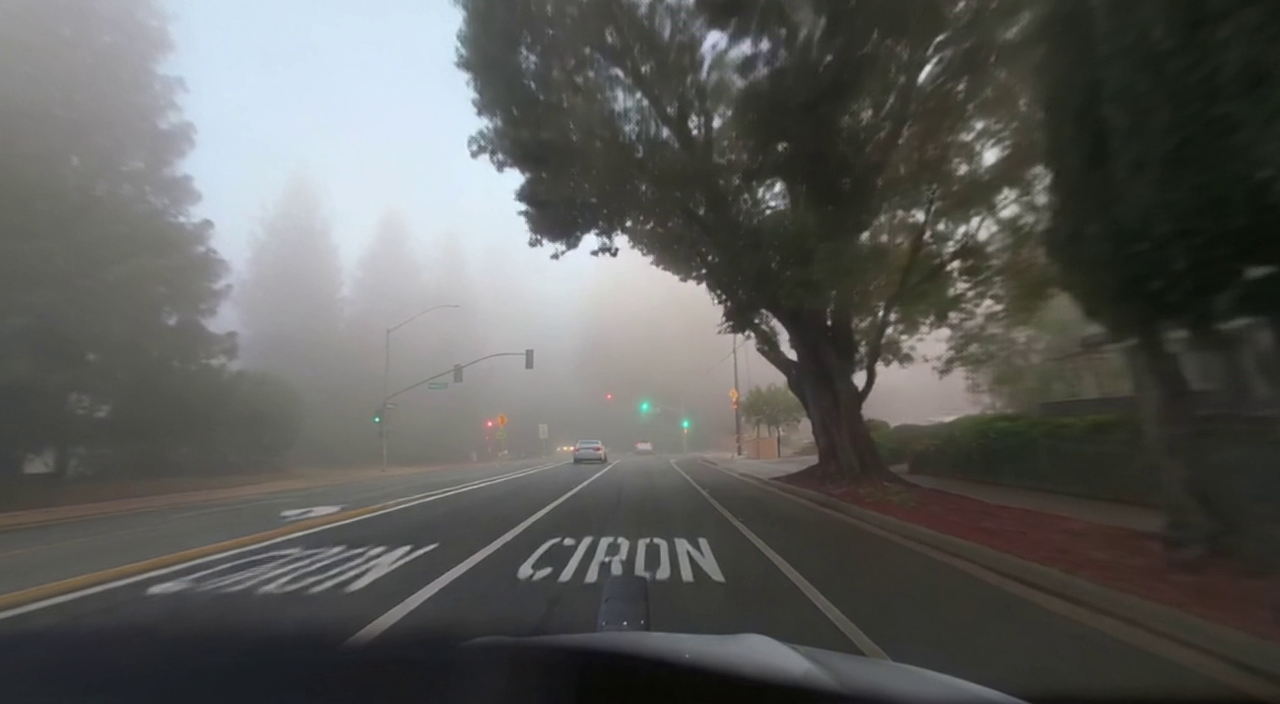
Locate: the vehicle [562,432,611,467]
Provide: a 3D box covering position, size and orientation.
[{"bbox_3d":[-2.747,5.130,33.410,2.084,1.701,4.734,0,-8,1],"label":"vehicle"}]
